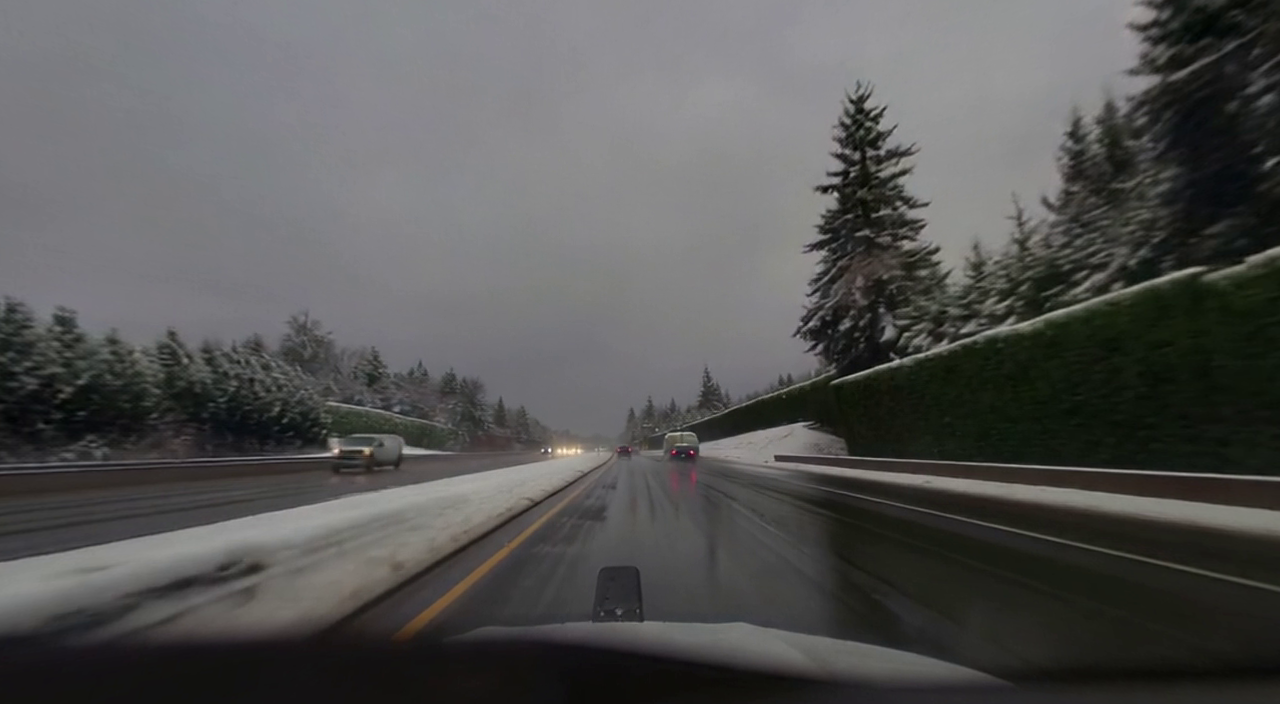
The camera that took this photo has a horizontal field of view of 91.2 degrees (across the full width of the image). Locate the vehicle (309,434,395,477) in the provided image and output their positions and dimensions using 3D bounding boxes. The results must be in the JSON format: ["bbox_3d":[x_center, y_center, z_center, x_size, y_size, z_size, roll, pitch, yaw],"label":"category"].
[{"bbox_3d":[-14.281,5.158,31.444,2.063,1.946,4.820,0,-9,0],"label":"vehicle"}]

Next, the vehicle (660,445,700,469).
[{"bbox_3d":[2.649,7.016,42.153,2.244,1.498,4.338,0,-9,-2],"label":"vehicle"}]
